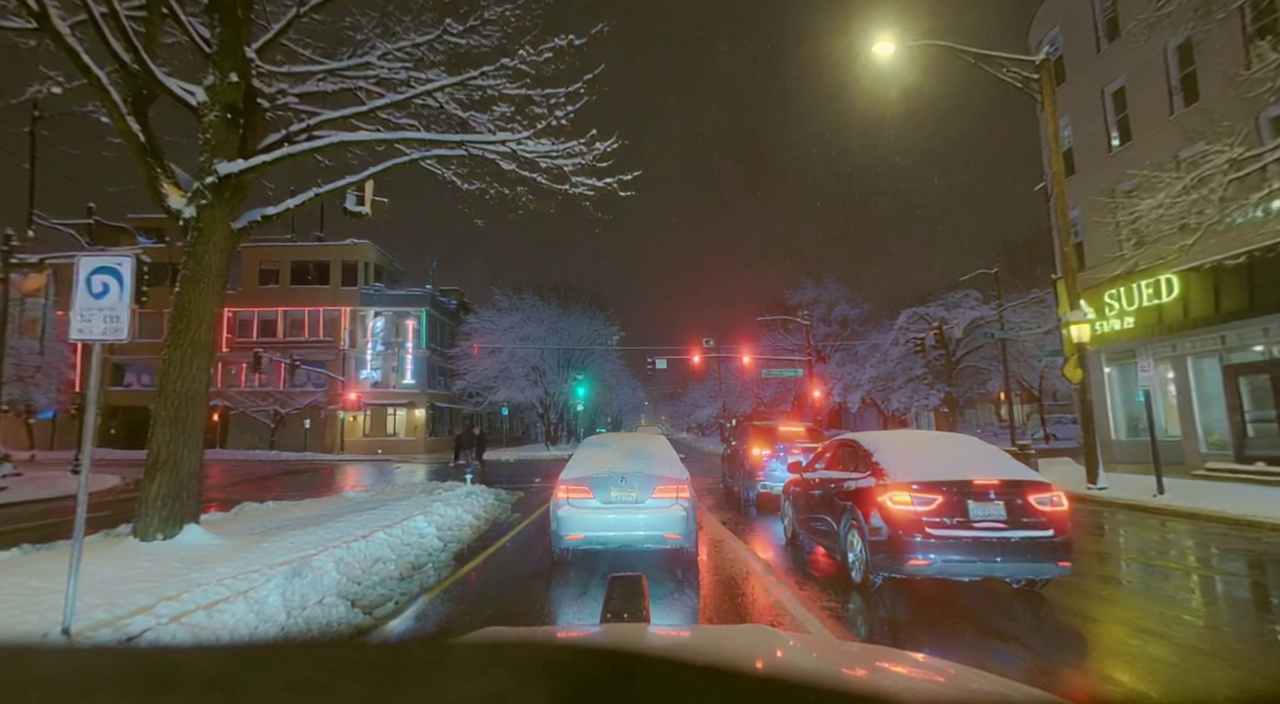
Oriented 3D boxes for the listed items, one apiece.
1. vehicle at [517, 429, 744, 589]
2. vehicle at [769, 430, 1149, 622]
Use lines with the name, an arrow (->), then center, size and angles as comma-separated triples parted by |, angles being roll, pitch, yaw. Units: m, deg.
vehicle -> -0.101, 1.755, 7.943 | 2.087, 1.456, 4.143 | 0, -8, 0
vehicle -> 2.901, 1.650, 7.026 | 1.893, 1.446, 4.270 | 0, -8, -2
